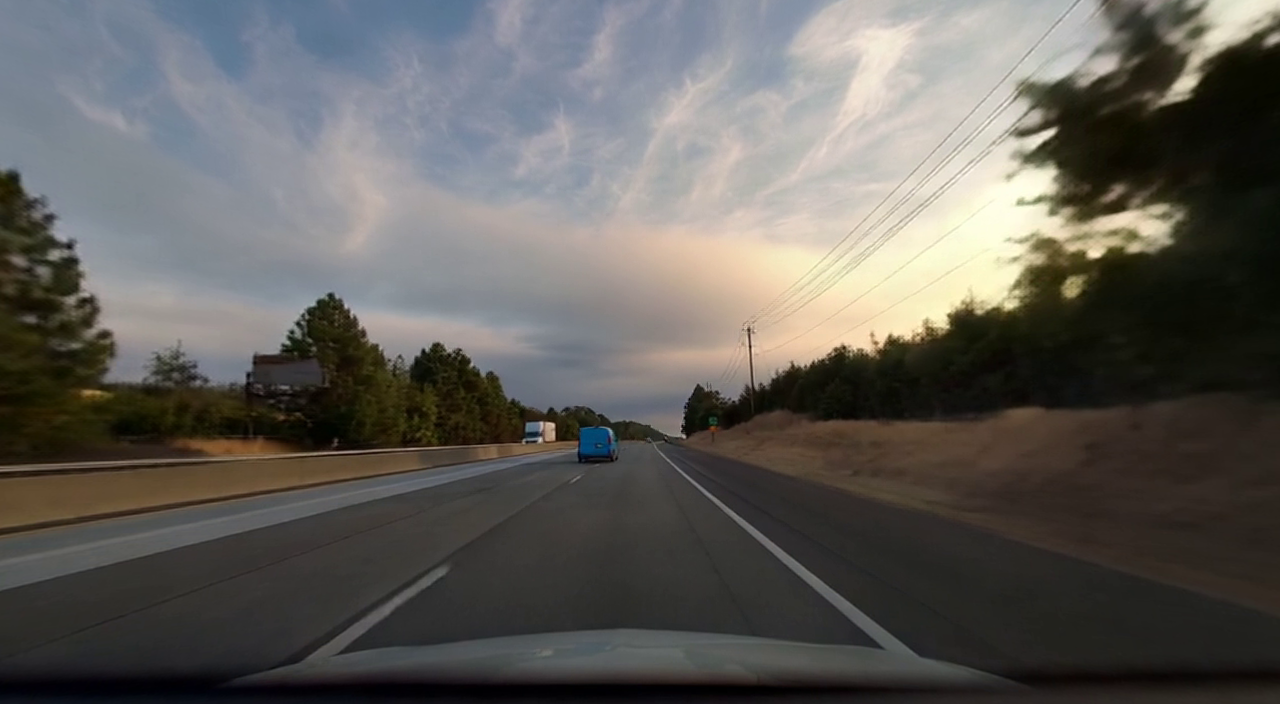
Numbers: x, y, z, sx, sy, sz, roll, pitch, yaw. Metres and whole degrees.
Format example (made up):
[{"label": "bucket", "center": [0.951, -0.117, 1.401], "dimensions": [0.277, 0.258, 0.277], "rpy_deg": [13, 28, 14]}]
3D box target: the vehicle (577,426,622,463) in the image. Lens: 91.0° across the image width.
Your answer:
[{"label": "vehicle", "center": [-2.077, 4.912, 33.543], "dimensions": [2.041, 1.856, 4.353], "rpy_deg": [0, -8, 1]}]
